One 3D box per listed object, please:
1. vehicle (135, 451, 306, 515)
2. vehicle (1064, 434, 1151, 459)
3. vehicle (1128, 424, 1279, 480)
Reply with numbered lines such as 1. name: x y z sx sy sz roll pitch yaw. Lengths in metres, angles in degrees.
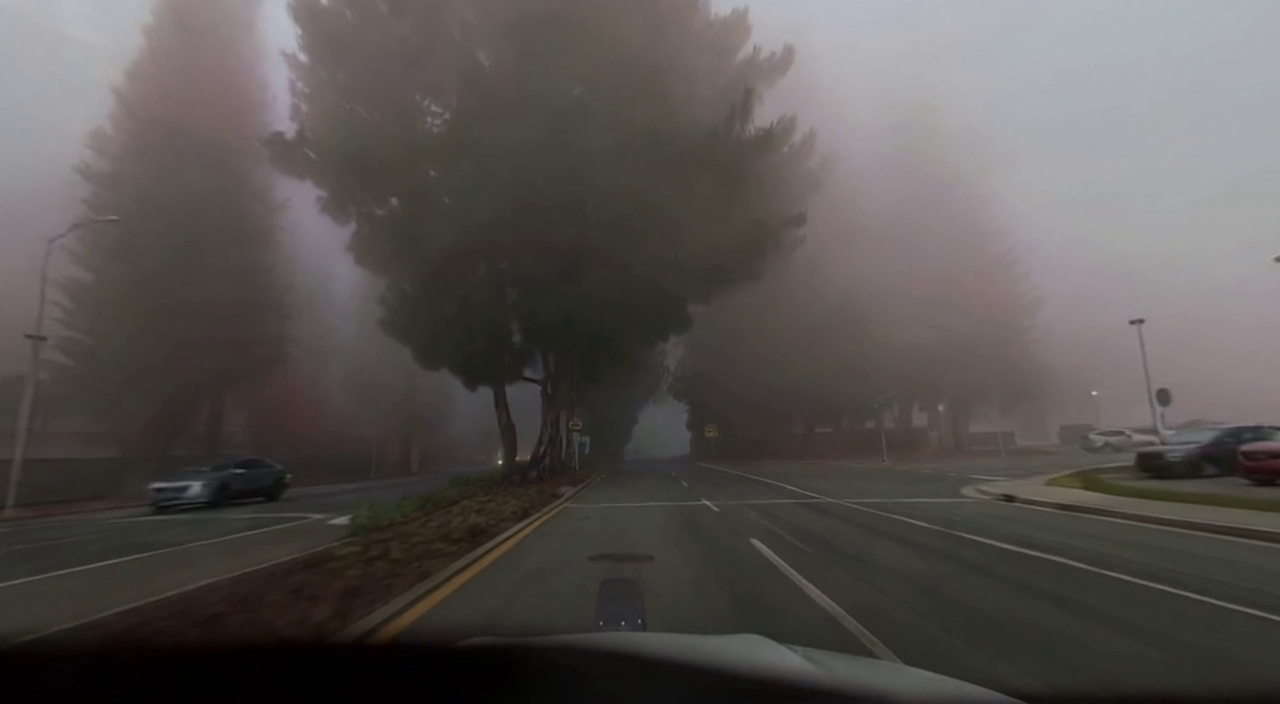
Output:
1. vehicle: -12.716 3.944 19.506 2.007 1.655 4.649 -1 -8 1
2. vehicle: 26.204 5.304 35.406 1.624 1.311 4.222 0 -8 -1
3. vehicle: 17.206 2.802 17.763 5.126 1.469 2.009 0 -8 -1
